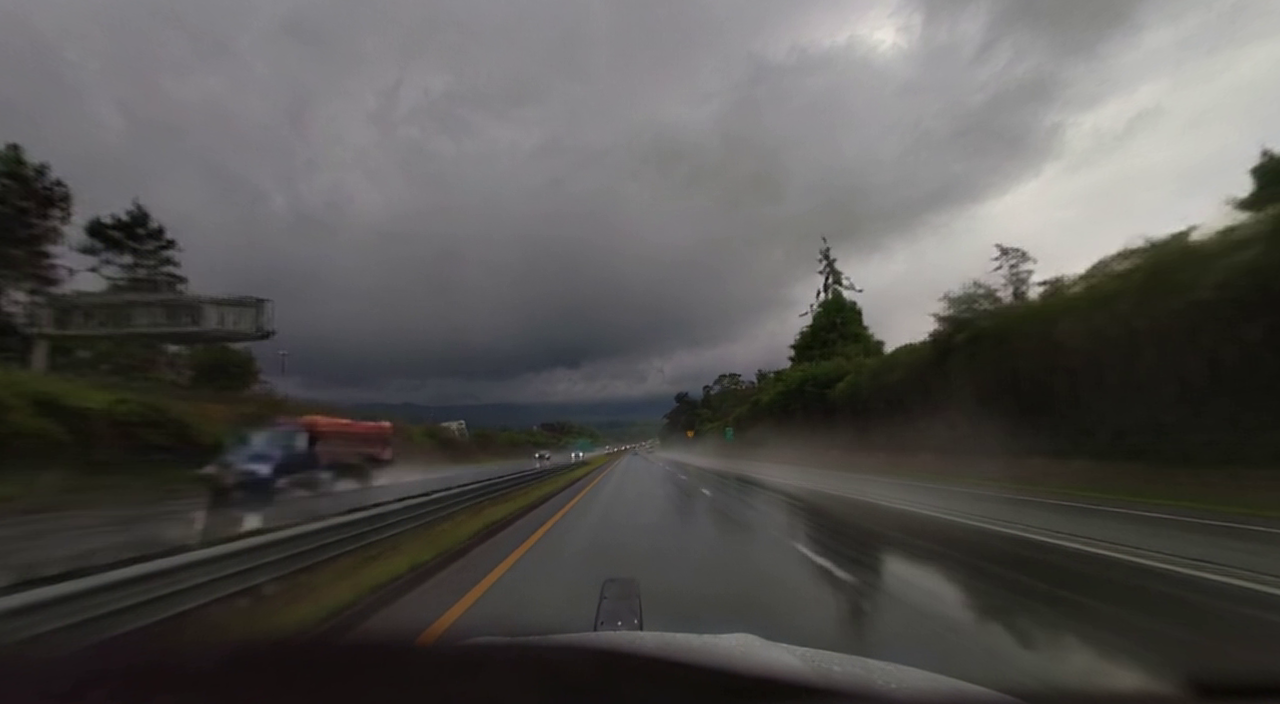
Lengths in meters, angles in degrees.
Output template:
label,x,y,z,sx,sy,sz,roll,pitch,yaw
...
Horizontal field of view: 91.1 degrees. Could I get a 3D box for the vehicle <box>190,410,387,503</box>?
label,x,y,z,sx,sy,sz,roll,pitch,yaw
vehicle,-13.128,4.051,24.720,2.914,2.958,8.402,-1,-9,0
